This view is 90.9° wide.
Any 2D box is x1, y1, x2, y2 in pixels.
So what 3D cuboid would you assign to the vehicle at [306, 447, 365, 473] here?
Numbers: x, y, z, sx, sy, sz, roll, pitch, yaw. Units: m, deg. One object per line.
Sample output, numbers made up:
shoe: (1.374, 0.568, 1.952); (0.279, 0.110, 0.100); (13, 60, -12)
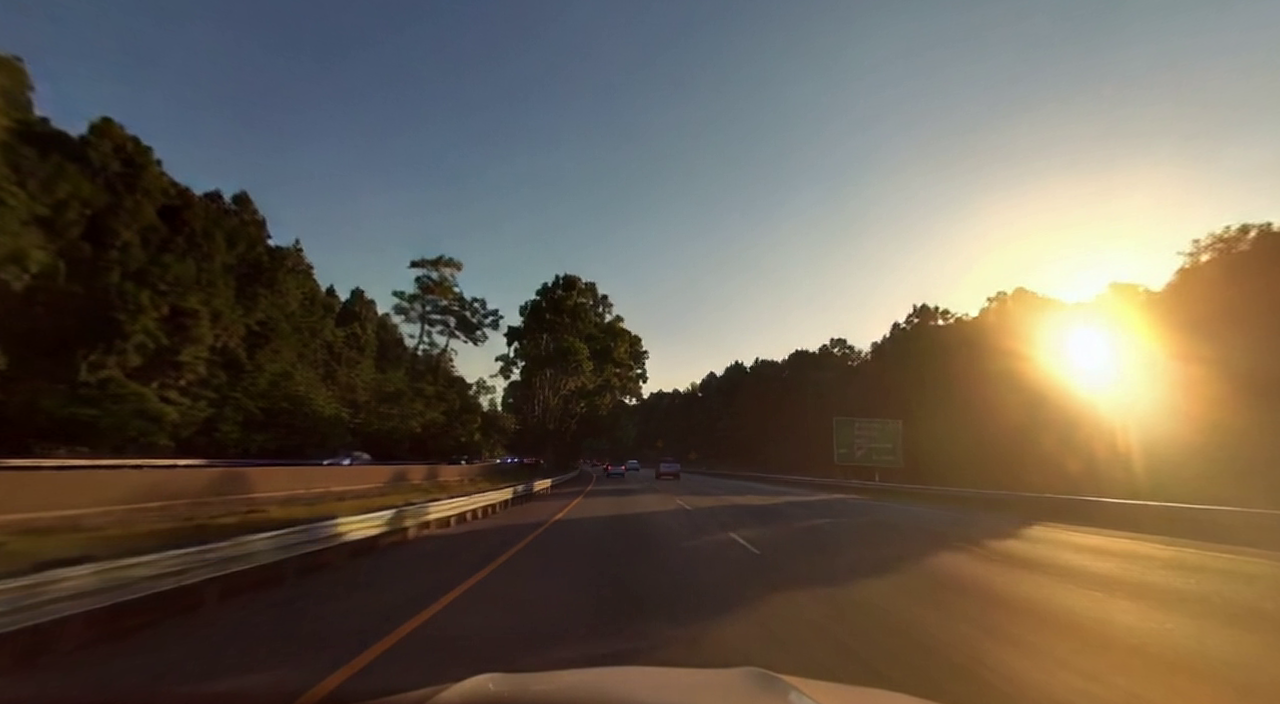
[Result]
vehicle: (-20.354, 7.284, 42.316); (1.854, 1.612, 4.176); (1, -10, -1)
